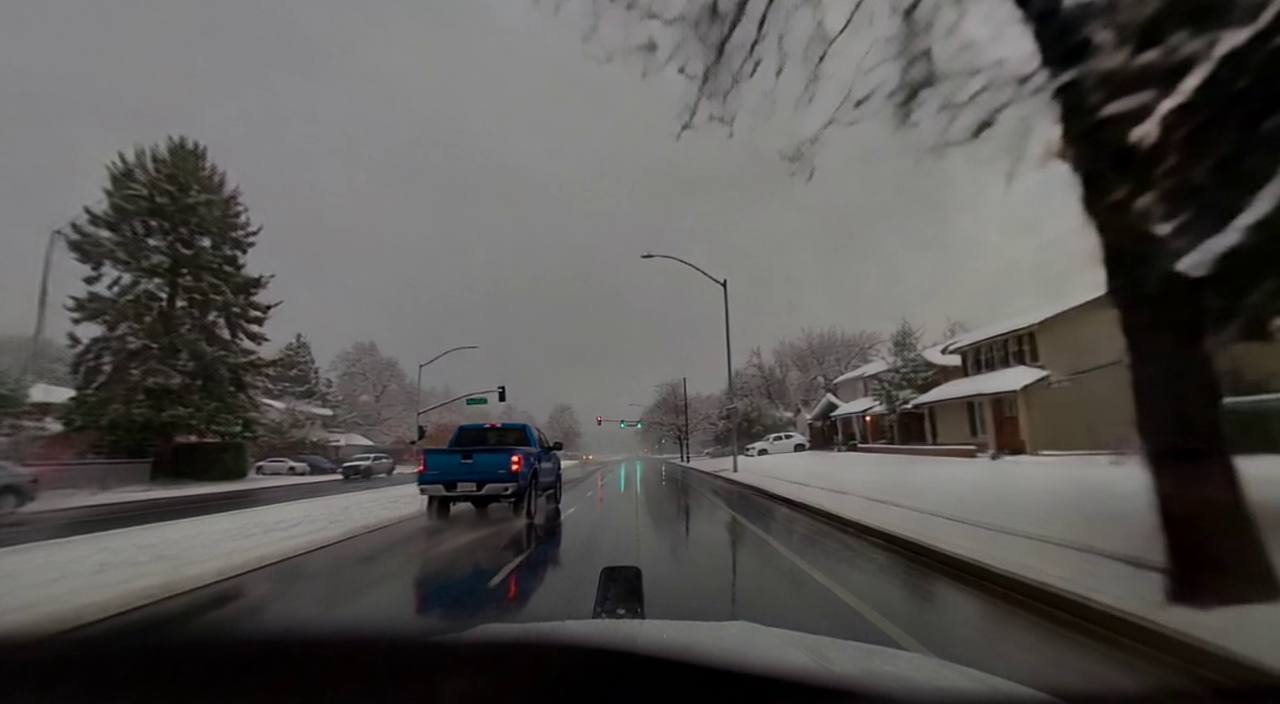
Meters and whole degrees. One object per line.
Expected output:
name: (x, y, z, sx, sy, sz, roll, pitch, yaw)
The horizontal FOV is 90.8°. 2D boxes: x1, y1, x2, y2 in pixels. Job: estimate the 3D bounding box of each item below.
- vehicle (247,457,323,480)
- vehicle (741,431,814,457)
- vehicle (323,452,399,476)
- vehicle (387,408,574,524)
vehicle: (-26.795, 8.781, 47.810, 4.497, 1.634, 1.991, 0, -9, -2)
vehicle: (10.215, 6.891, 47.181, 4.882, 1.839, 2.243, 1, -9, -6)
vehicle: (-21.171, 8.492, 48.085, 4.669, 1.745, 2.156, 0, -9, 1)
vehicle: (-3.087, 2.432, 14.001, 2.508, 2.001, 5.880, 0, -9, 1)
